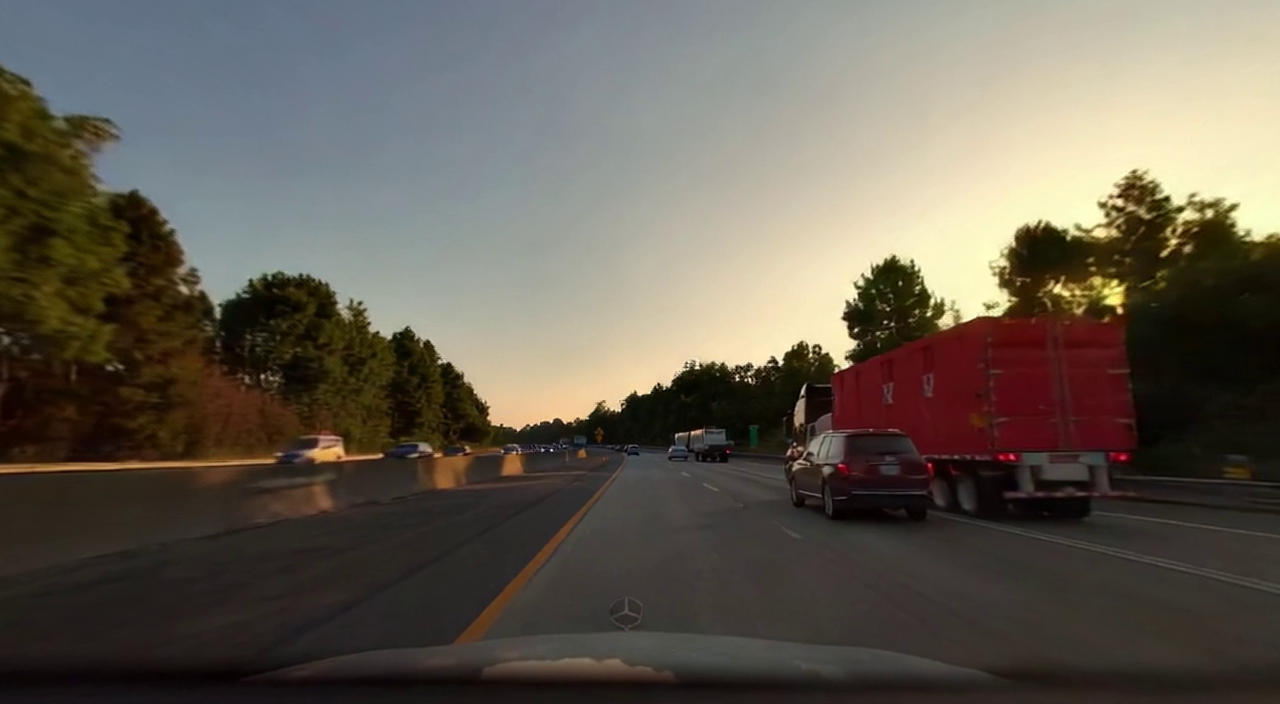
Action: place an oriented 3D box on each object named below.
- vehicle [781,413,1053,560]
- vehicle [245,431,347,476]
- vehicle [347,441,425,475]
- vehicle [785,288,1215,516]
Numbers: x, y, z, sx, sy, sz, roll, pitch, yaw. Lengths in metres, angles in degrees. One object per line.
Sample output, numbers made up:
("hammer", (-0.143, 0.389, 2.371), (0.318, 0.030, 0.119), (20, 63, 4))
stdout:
("vehicle", (3.638, 1.859, 9.318), (2.022, 1.658, 4.132), (0, -9, -2))
("vehicle", (-16.452, 4.908, 30.540), (2.104, 1.995, 5.069), (0, -9, -1))
("vehicle", (-11.907, 5.001, 29.883), (1.881, 1.505, 4.448), (0, -9, 0))
("vehicle", (8.164, 2.118, 19.428), (3.441, 4.016, 16.812), (0, -9, 0))
